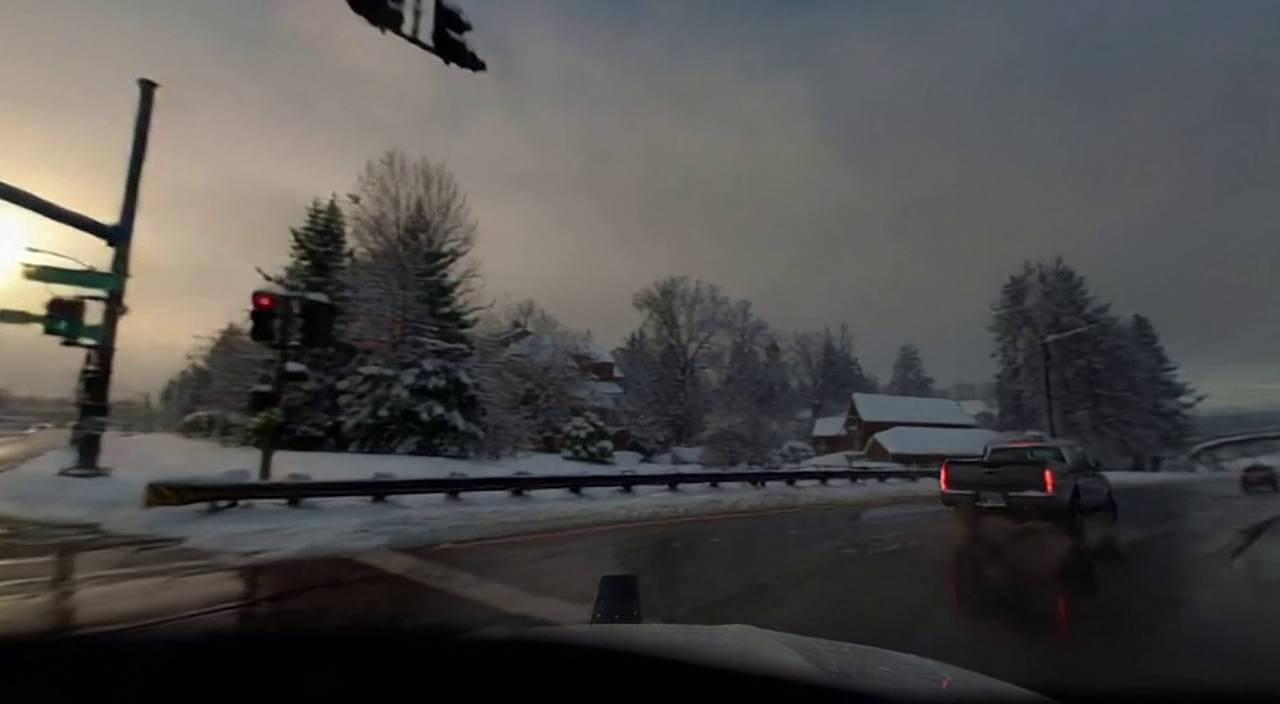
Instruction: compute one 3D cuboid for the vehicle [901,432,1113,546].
[{"bbox_3d":[8.002,2.760,13.533,5.251,1.926,2.404,8,-12,-43],"label":"vehicle"}]
